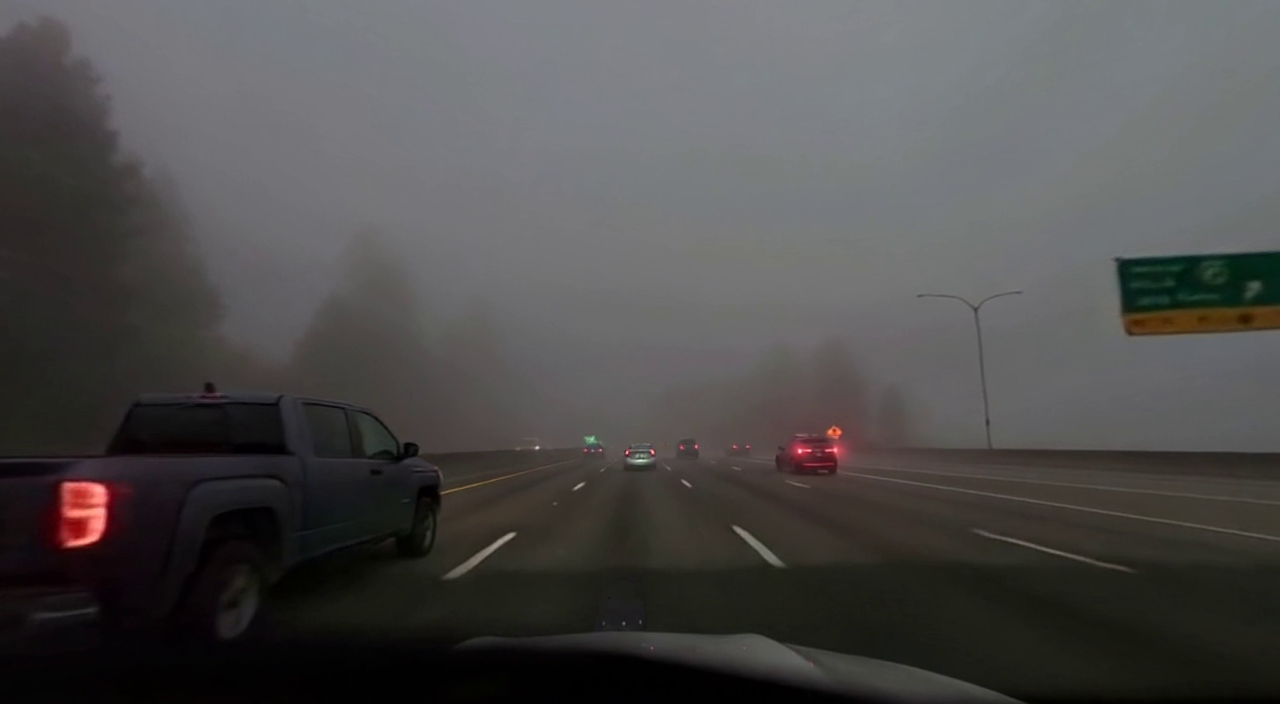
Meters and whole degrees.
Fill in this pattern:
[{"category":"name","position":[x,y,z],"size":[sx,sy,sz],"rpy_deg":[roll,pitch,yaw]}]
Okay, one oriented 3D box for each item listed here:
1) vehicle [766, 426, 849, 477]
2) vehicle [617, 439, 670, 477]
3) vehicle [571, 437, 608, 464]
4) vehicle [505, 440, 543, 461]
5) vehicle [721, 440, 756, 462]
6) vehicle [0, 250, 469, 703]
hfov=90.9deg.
[{"category":"vehicle","position":[6.939,4.198,26.807],"size":[2.094,1.916,5.099],"rpy_deg":[0,-9,0]},{"category":"vehicle","position":[0.128,4.471,26.781],"size":[2.071,1.464,4.162],"rpy_deg":[0,-9,0]},{"category":"vehicle","position":[-3.390,6.719,42.936],"size":[2.140,1.720,4.410],"rpy_deg":[0,-9,0]},{"category":"vehicle","position":[-9.092,7.780,49.878],"size":[2.089,1.532,4.432],"rpy_deg":[0,-9,1]},{"category":"vehicle","position":[7.198,7.259,46.434],"size":[1.894,1.511,4.148],"rpy_deg":[0,-9,-1]},{"category":"vehicle","position":[-3.421,1.028,4.794],"size":[2.487,1.979,5.742],"rpy_deg":[0,-8,2]}]
